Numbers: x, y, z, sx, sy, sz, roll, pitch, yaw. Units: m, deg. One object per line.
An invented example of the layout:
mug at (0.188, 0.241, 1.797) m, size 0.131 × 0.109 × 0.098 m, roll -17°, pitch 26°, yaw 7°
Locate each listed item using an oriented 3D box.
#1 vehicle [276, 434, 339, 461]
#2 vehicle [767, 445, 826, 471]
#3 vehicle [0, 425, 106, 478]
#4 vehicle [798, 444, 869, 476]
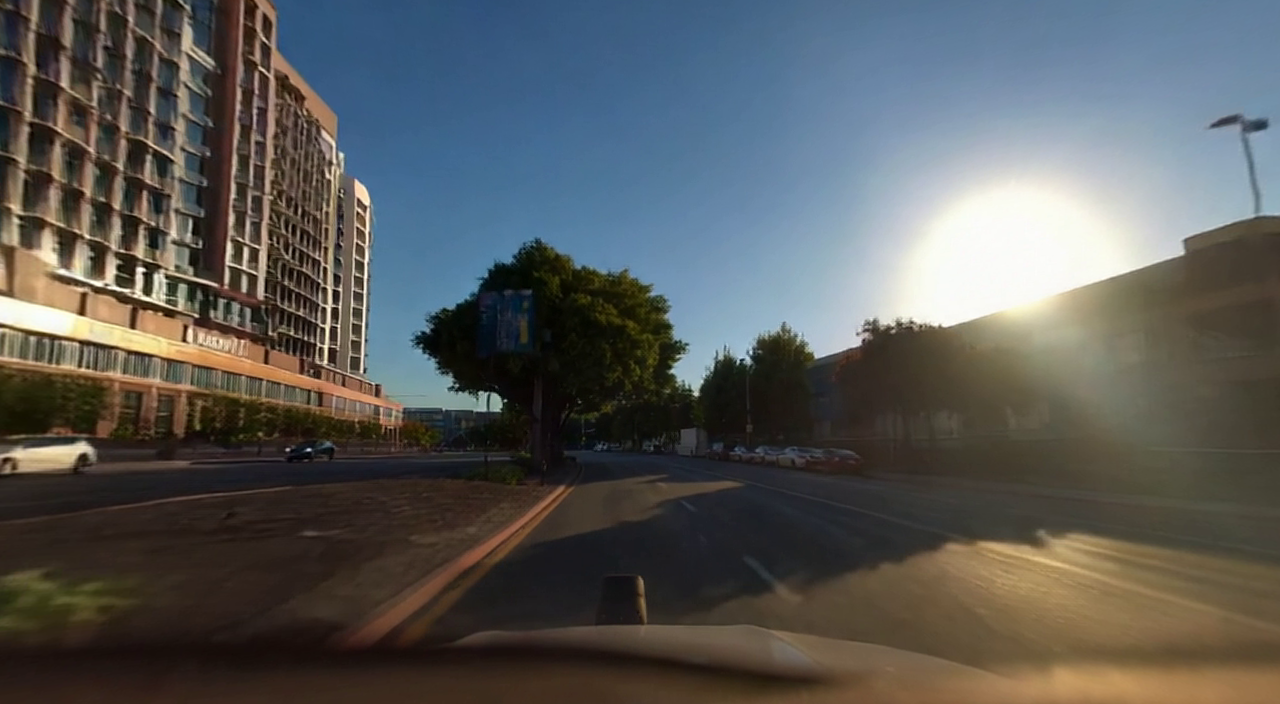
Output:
vehicle at (-20.425, 5.871, 39.024) m, size 1.938 × 1.524 × 4.107 m, roll 1°, pitch -8°, yaw -5°
vehicle at (9.365, 6.398, 38.275) m, size 1.838 × 1.466 × 4.704 m, roll 1°, pitch -9°, yaw -8°
vehicle at (-18.906, 3.039, 19.306) m, size 1.822 × 1.453 × 4.053 m, roll 1°, pitch -9°, yaw -5°
vehicle at (9.740, 5.447, 32.167) m, size 1.907 × 1.524 × 4.381 m, roll 1°, pitch -9°, yaw -5°
